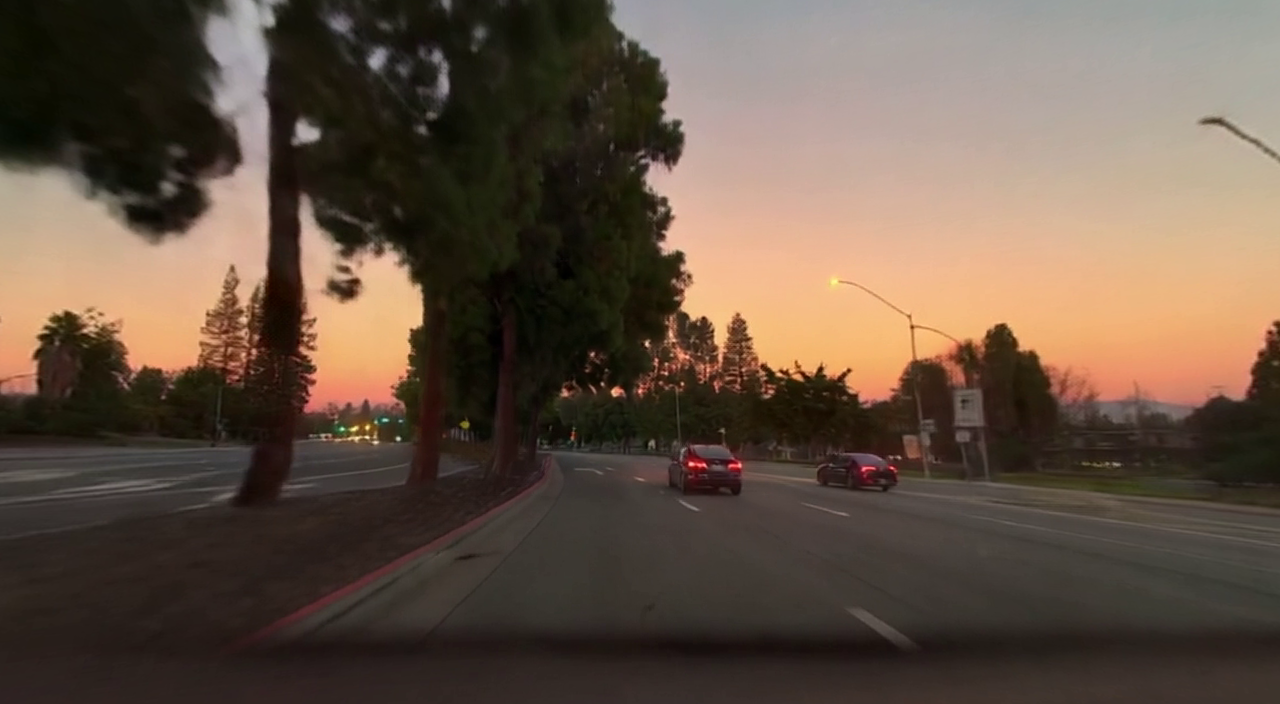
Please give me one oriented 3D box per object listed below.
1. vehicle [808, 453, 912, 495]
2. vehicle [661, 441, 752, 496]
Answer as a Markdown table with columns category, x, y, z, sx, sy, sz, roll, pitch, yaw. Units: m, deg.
| category | x | y | z | sx | sy | sz | roll | pitch | yaw |
| --- | --- | --- | --- | --- | --- | --- | --- | --- | --- |
| vehicle | 8.494 | 4.732 | 24.937 | 1.940 | 1.460 | 4.652 | 1 | -9 | -7 |
| vehicle | 2.092 | 3.856 | 21.356 | 2.122 | 1.646 | 4.525 | 1 | -9 | -6 |
